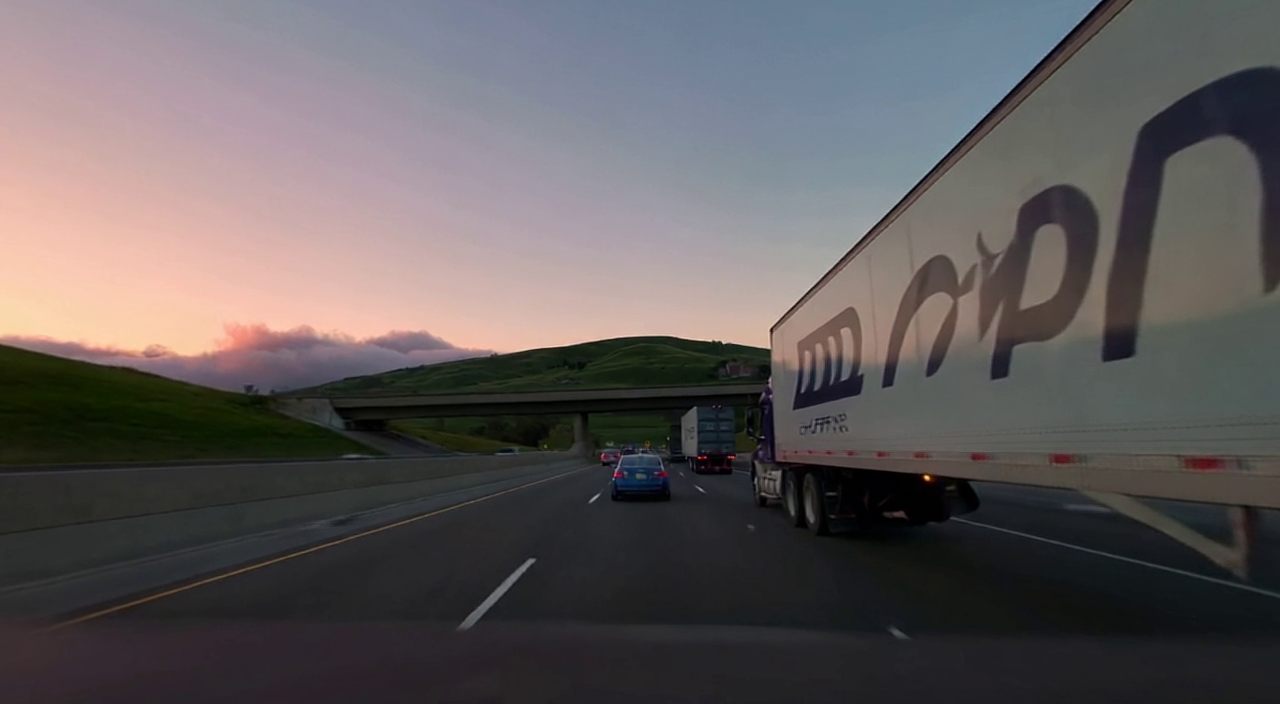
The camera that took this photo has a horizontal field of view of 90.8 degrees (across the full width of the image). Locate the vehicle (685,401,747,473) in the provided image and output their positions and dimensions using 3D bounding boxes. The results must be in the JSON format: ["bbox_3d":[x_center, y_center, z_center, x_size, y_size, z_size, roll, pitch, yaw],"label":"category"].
[{"bbox_3d":[4.543,5.420,39.615,2.801,4.039,8.684,0,-9,0],"label":"vehicle"}]

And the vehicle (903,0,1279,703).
[{"bbox_3d":[4.107,-0.205,2.139,2.802,3.956,8.291,0,-9,0],"label":"vehicle"}]

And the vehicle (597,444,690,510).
[{"bbox_3d":[0.068,3.041,15.760,2.029,1.437,3.794,0,-9,0],"label":"vehicle"}]
